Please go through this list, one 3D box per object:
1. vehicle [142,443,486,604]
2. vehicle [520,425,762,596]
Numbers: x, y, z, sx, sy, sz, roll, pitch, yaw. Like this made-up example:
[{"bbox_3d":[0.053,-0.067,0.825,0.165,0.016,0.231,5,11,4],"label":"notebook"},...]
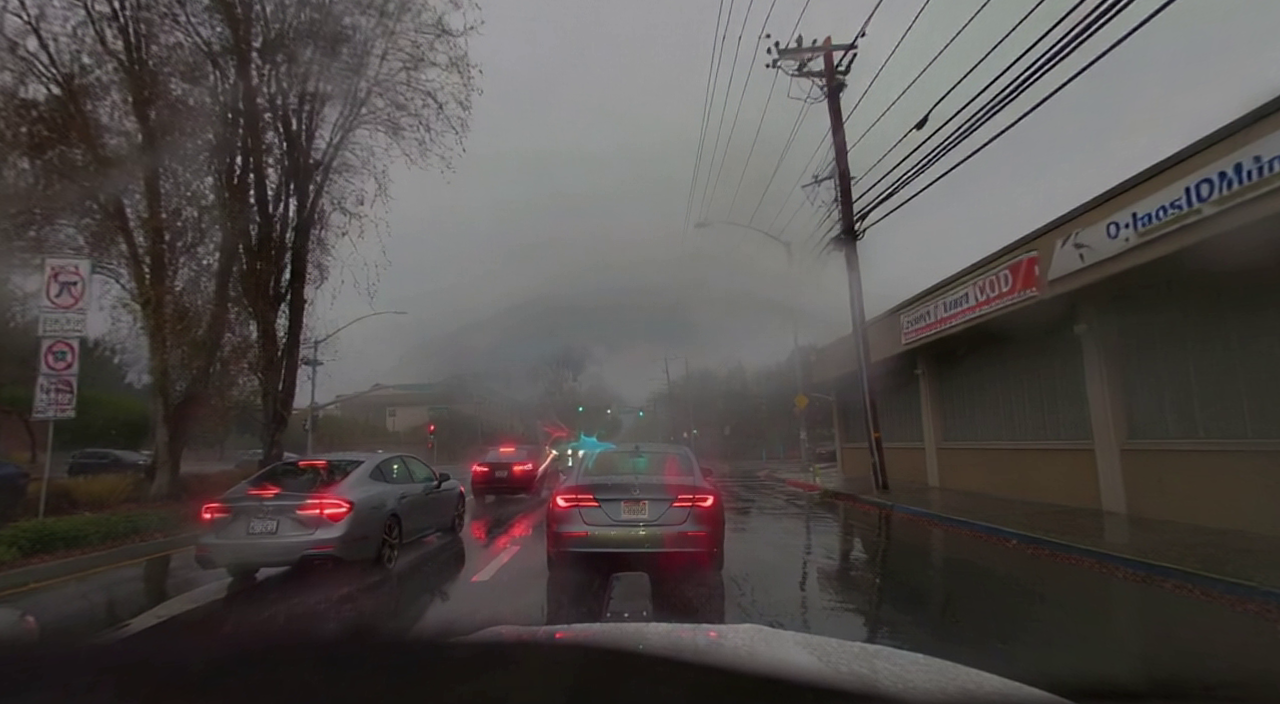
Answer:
[{"bbox_3d":[-3.229,1.738,7.323,1.765,1.319,4.013,0,-9,2],"label":"vehicle"},{"bbox_3d":[-0.002,1.679,7.536,2.101,1.469,3.955,0,-9,0],"label":"vehicle"}]
